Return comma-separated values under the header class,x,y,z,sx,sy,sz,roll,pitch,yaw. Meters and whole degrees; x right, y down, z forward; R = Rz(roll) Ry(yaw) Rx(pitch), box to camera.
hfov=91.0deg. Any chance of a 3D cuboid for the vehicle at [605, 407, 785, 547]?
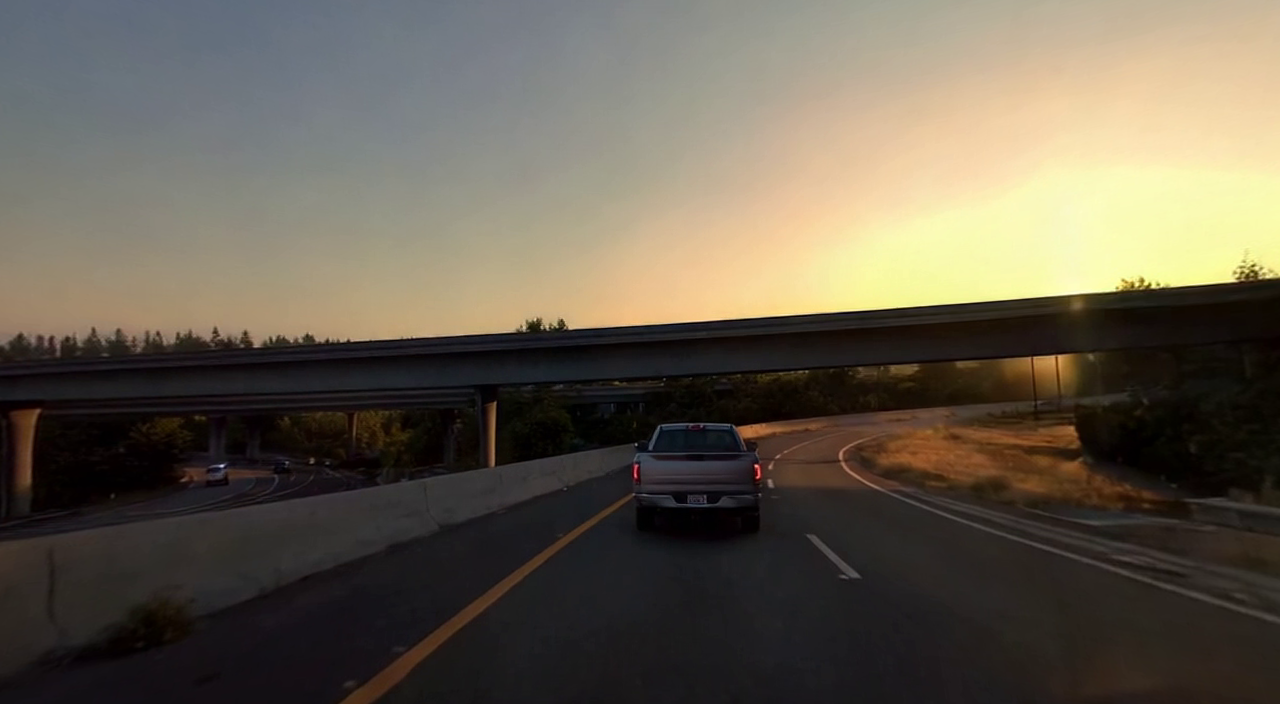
class,x,y,z,sx,sy,sz,roll,pitch,yaw
vehicle,0.874,1.887,10.136,2.235,1.716,4.435,-1,-9,5
